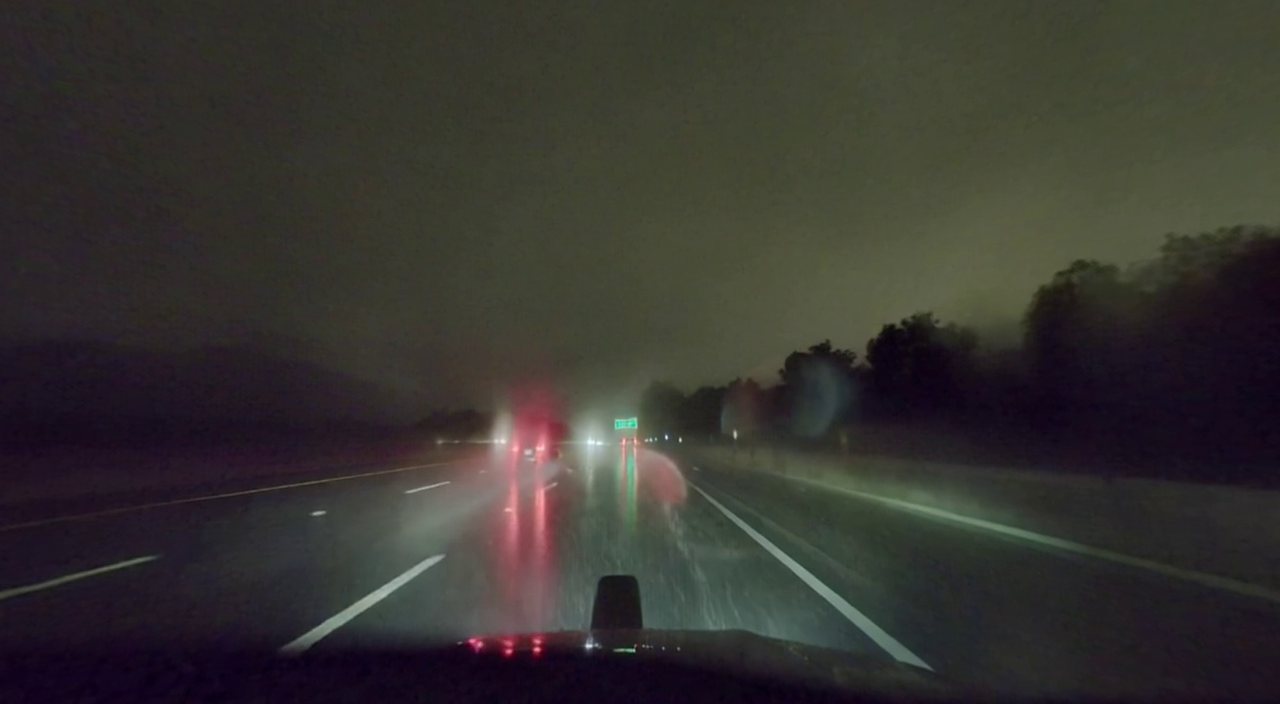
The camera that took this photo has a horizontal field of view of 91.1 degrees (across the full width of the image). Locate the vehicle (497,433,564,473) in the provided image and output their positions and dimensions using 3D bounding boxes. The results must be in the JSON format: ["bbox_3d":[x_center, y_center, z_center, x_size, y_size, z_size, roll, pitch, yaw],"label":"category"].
[{"bbox_3d":[-4.721,4.423,27.949,2.129,1.588,4.980,0,-8,0],"label":"vehicle"}]
